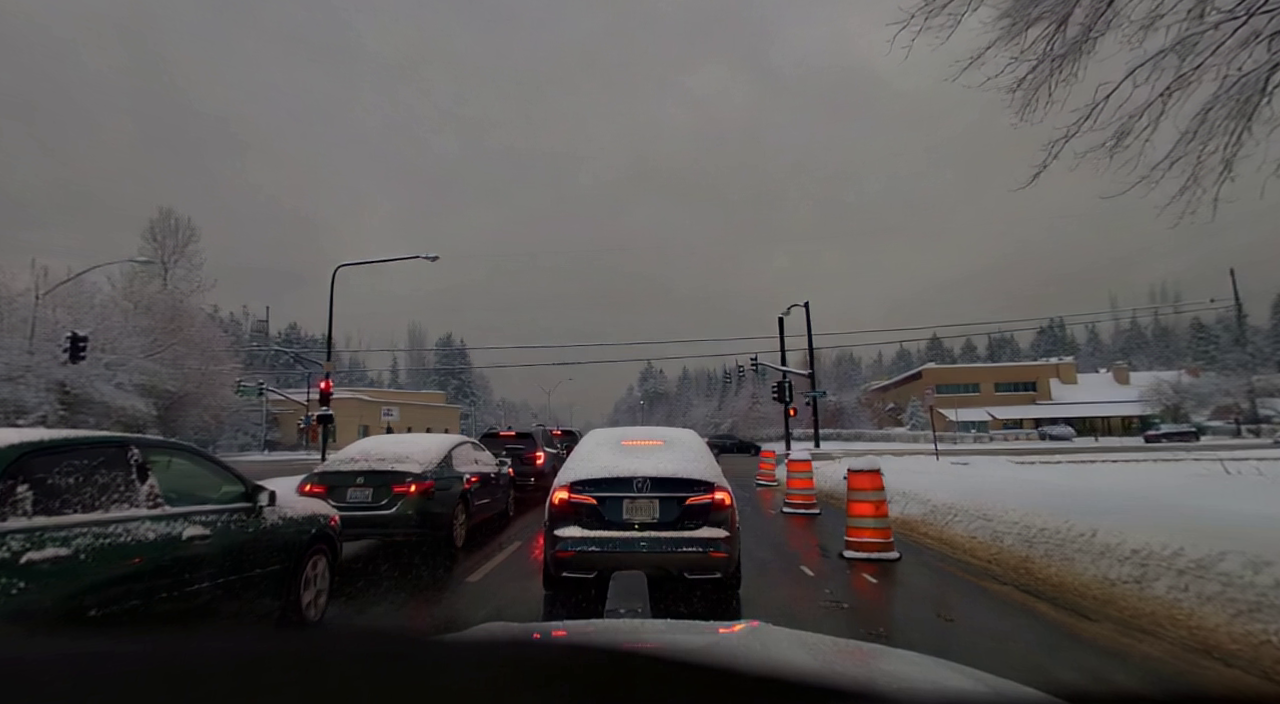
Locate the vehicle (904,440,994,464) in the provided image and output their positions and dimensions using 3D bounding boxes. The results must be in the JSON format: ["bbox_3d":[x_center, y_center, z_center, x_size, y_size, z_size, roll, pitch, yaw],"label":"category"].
[{"bbox_3d":[20.076,6.502,41.052,4.807,1.504,1.837,0,-9,2],"label":"vehicle"}]

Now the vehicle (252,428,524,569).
[{"bbox_3d":[-3.267,1.996,9.445,1.989,1.541,4.626,0,-9,3],"label":"vehicle"}]

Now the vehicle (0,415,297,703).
[{"bbox_3d":[-3.585,0.948,2.166,2.064,1.497,4.722,0,-9,1],"label":"vehicle"}]

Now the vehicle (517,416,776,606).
[{"bbox_3d":[0.100,1.621,7.212,2.167,1.560,3.676,0,-9,1],"label":"vehicle"}]

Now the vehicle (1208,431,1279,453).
[{"bbox_3d":[48.263,7.159,49.878,4.672,1.676,1.867,1,-9,0],"label":"vehicle"}]
